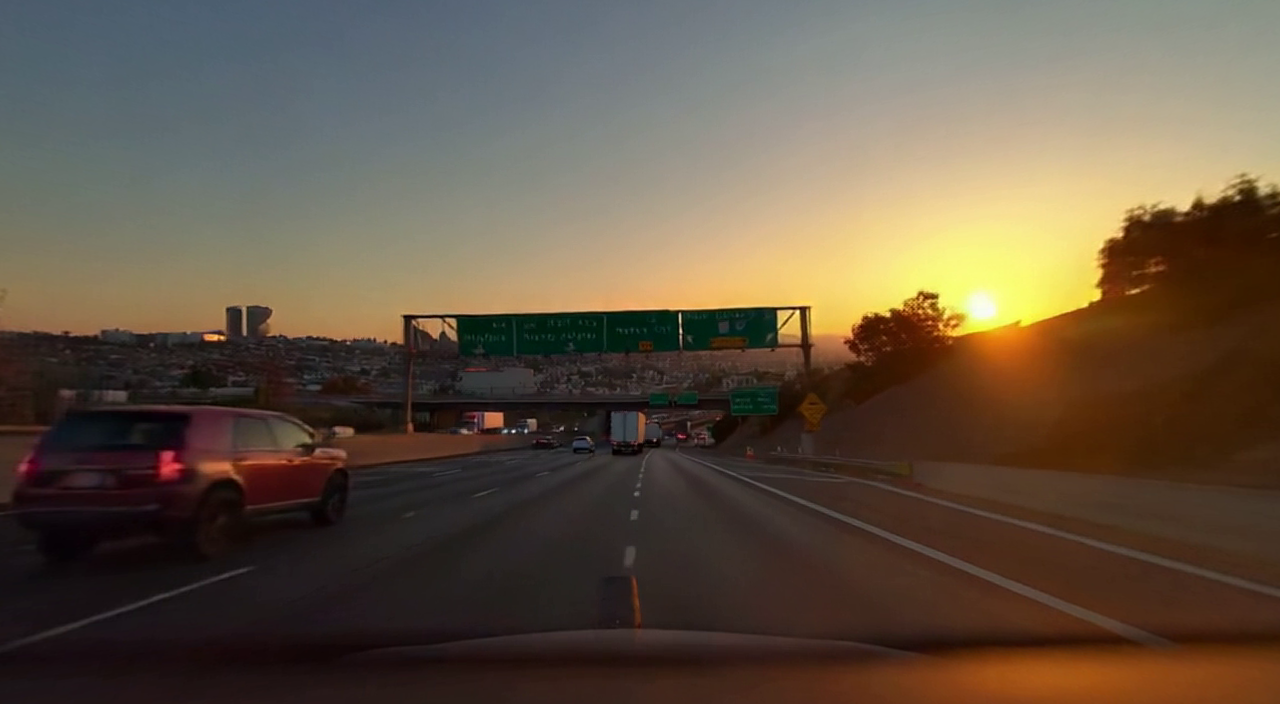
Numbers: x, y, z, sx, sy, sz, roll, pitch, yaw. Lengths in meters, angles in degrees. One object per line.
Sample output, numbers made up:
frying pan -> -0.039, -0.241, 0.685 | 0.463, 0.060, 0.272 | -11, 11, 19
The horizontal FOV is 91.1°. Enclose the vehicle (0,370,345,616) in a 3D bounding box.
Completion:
vehicle -> -5.520, 1.340, 6.992 | 2.119, 1.787, 4.655 | 0, -8, 1
